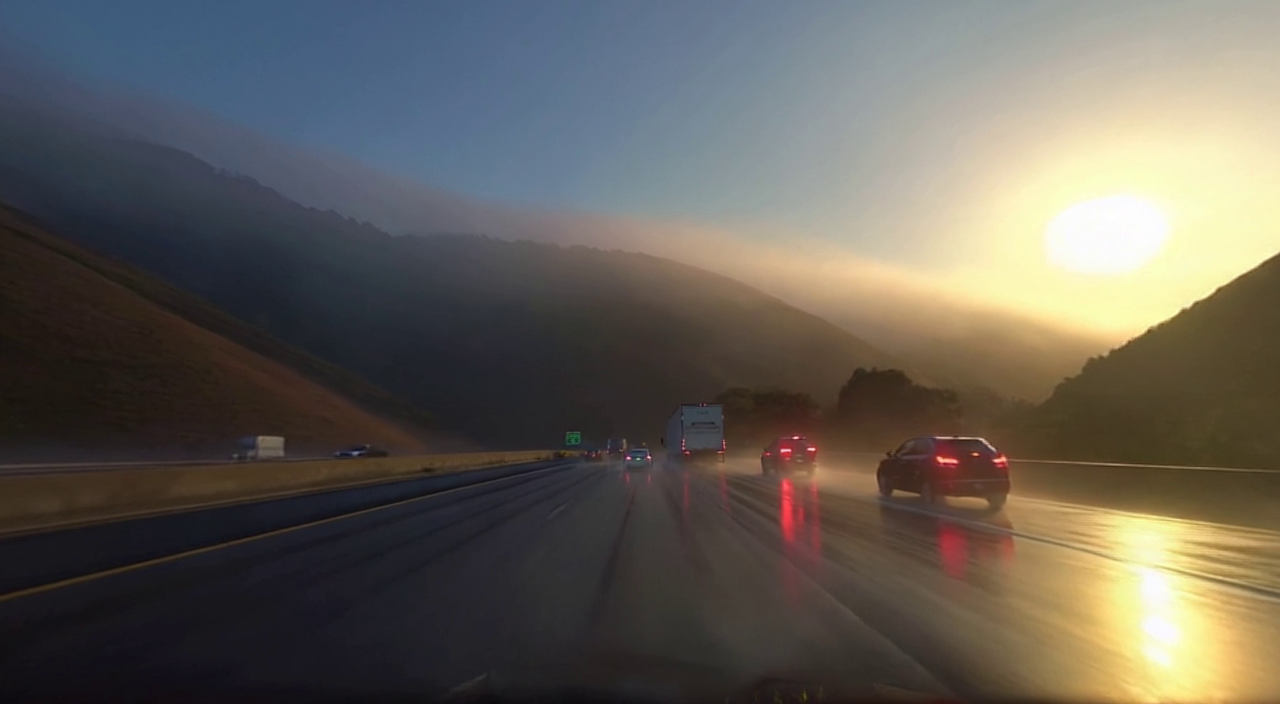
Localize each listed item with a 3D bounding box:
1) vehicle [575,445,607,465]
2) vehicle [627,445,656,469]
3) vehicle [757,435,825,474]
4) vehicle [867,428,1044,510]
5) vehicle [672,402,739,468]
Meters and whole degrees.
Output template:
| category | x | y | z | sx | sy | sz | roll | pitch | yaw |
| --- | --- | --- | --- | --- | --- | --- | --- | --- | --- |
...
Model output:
| category | x | y | z | sx | sy | sz | roll | pitch | yaw |
| --- | --- | --- | --- | --- | --- | --- | --- | --- | --- |
| vehicle | -3.696 | 7.907 | 48.486 | 2.132 | 1.506 | 4.256 | 0 | -9 | 0 |
| vehicle | 0.081 | 6.956 | 42.054 | 1.866 | 1.492 | 3.932 | 0 | -9 | -1 |
| vehicle | 7.364 | 5.045 | 31.174 | 2.143 | 1.775 | 4.729 | 0 | -9 | 0 |
| vehicle | 7.369 | 2.774 | 15.353 | 2.044 | 1.676 | 4.421 | 0 | -9 | 1 |
| vehicle | 3.914 | 5.468 | 40.783 | 3.130 | 3.607 | 11.129 | 0 | -9 | 0 |
